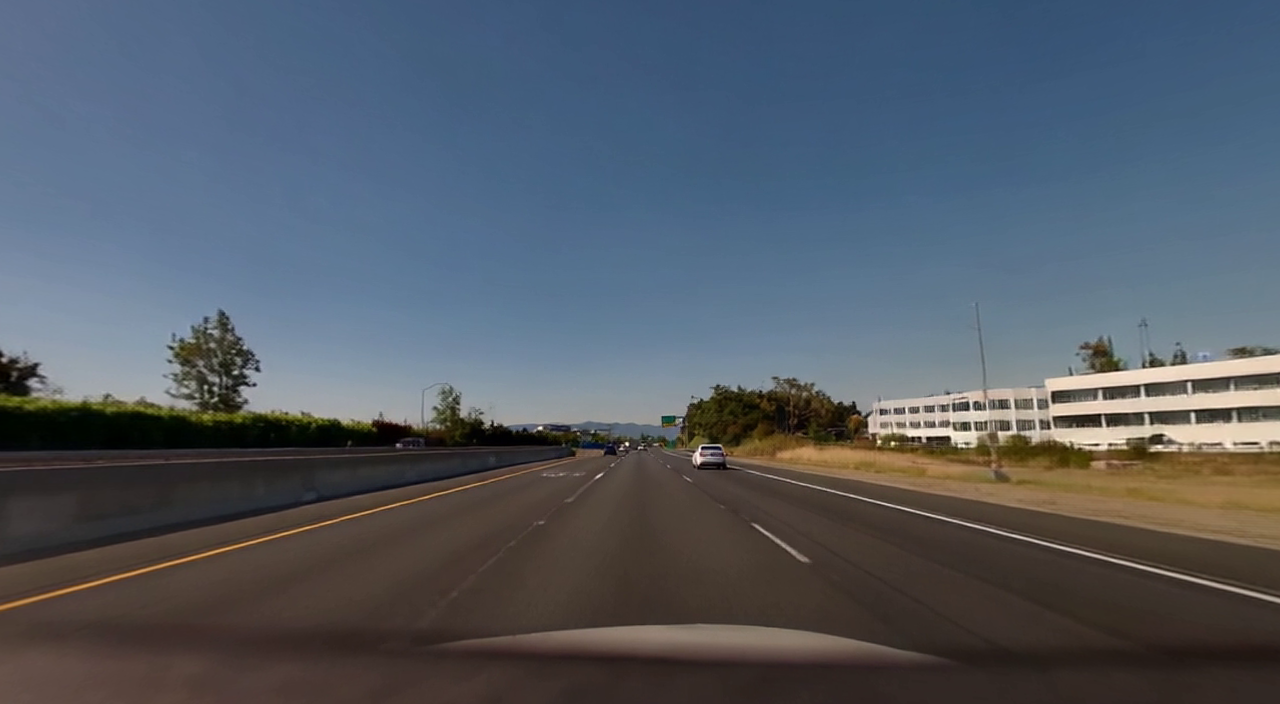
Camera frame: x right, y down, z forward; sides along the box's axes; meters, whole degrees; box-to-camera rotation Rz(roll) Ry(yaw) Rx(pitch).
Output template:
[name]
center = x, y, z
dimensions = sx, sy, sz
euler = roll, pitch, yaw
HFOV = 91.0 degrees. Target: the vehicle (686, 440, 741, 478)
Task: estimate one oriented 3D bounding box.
[vehicle]
center = 3.357, 5.004, 29.673
dimensions = 2.085, 1.594, 4.848
euler = 0, -9, 1
